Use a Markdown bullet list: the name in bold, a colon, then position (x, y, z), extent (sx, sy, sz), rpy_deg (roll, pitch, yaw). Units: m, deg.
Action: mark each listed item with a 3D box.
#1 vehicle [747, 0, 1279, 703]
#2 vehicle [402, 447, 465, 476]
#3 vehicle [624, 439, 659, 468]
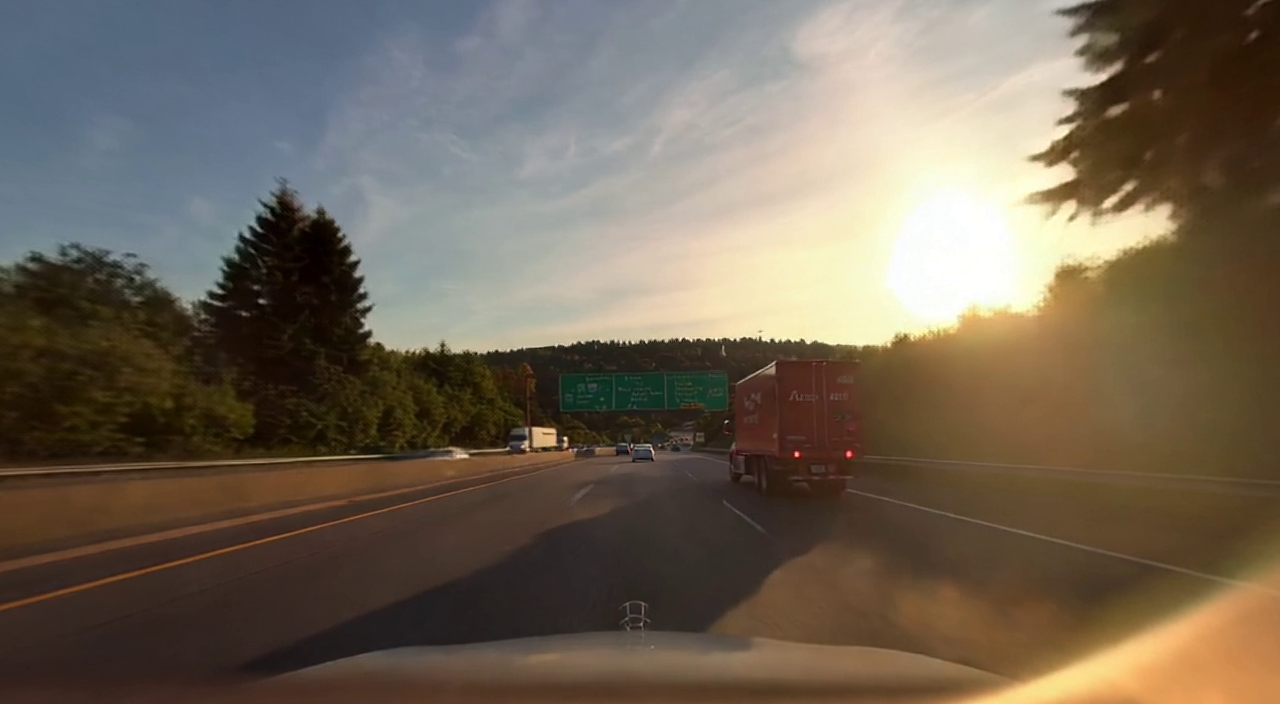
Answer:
- **vehicle**: position (4.451, 0.739, 10.079), extent (3.011, 4.028, 13.890), rpy_deg (0, -9, 0)
- **vehicle**: position (-11.171, 5.969, 34.458), extent (1.957, 1.451, 4.375), rpy_deg (0, -9, 0)
- **vehicle**: position (0.087, 6.406, 39.818), extent (2.067, 1.690, 3.901), rpy_deg (0, -9, 0)
